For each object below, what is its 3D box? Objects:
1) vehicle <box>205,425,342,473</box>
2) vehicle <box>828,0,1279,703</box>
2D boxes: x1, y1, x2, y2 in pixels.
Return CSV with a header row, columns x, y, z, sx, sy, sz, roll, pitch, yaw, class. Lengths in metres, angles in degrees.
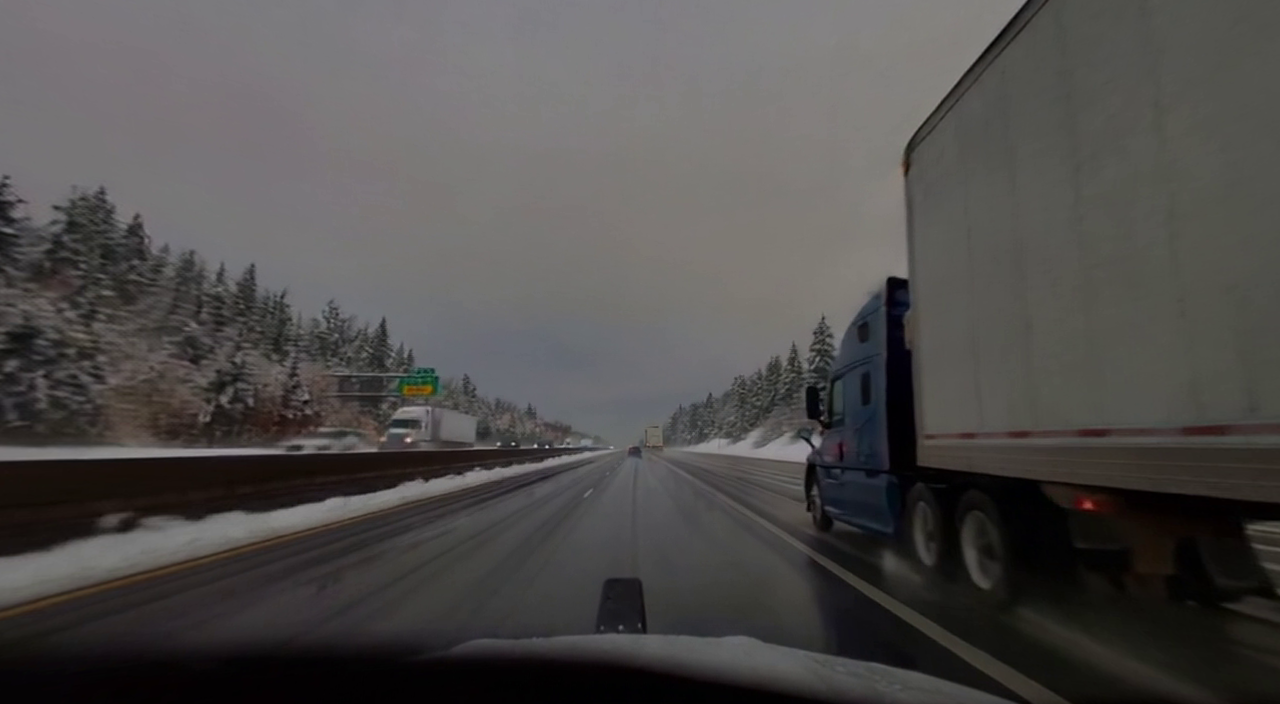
x,y,z,sx,sy,sz,roll,pitch,yaw,class
-12.642,3.410,22.162,2.118,1.510,4.472,0,-9,1,vehicle
4.385,-0.594,1.940,3.323,4.262,14.056,0,-9,0,vehicle
